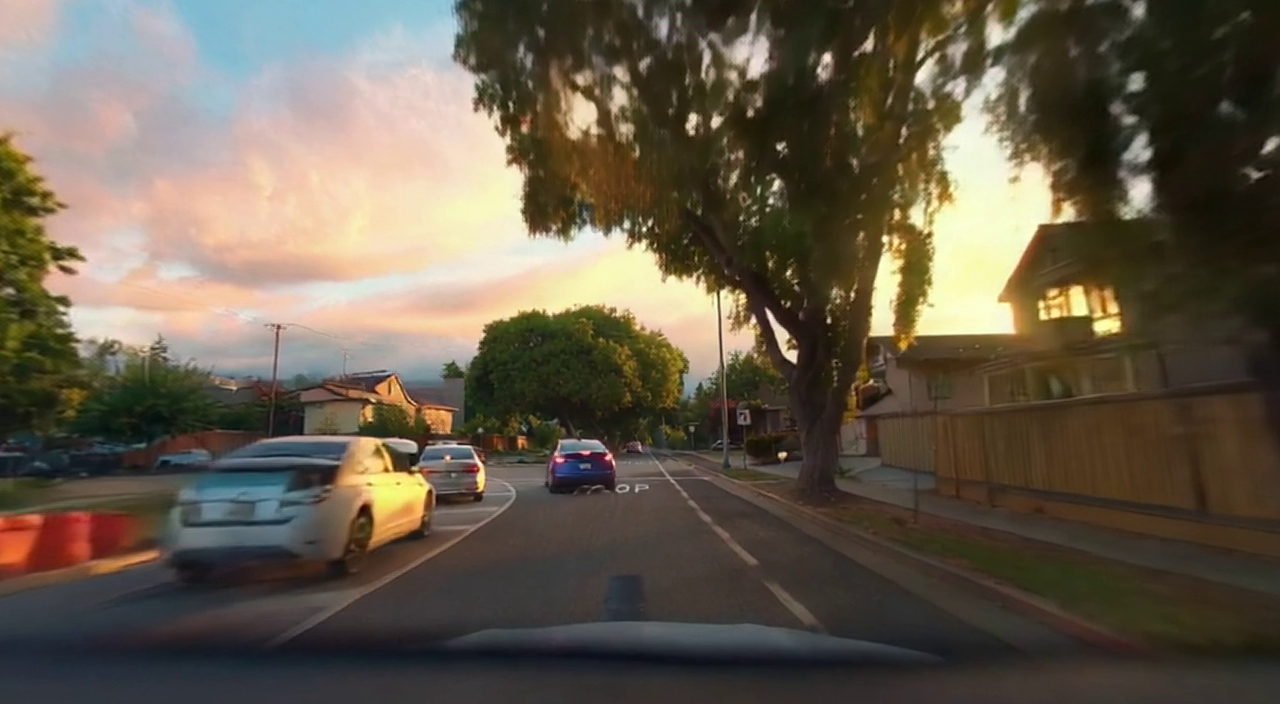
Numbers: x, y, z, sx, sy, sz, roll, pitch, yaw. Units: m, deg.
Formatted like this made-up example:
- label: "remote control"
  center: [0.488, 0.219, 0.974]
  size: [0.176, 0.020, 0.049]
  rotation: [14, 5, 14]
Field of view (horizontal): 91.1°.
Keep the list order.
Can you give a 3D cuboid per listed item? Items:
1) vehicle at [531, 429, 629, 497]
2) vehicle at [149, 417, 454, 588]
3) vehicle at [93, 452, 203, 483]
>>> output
- label: "vehicle"
  center: [-1.830, 3.067, 17.773]
  size: [2.290, 1.653, 4.127]
  rotation: [2, -8, -12]
- label: "vehicle"
  center: [-3.738, 1.685, 7.867]
  size: [1.986, 1.561, 3.805]
  rotation: [1, -8, -6]
- label: "vehicle"
  center: [-25.435, 5.965, 32.548]
  size: [4.197, 1.447, 2.071]
  rotation: [-1, -8, 9]
